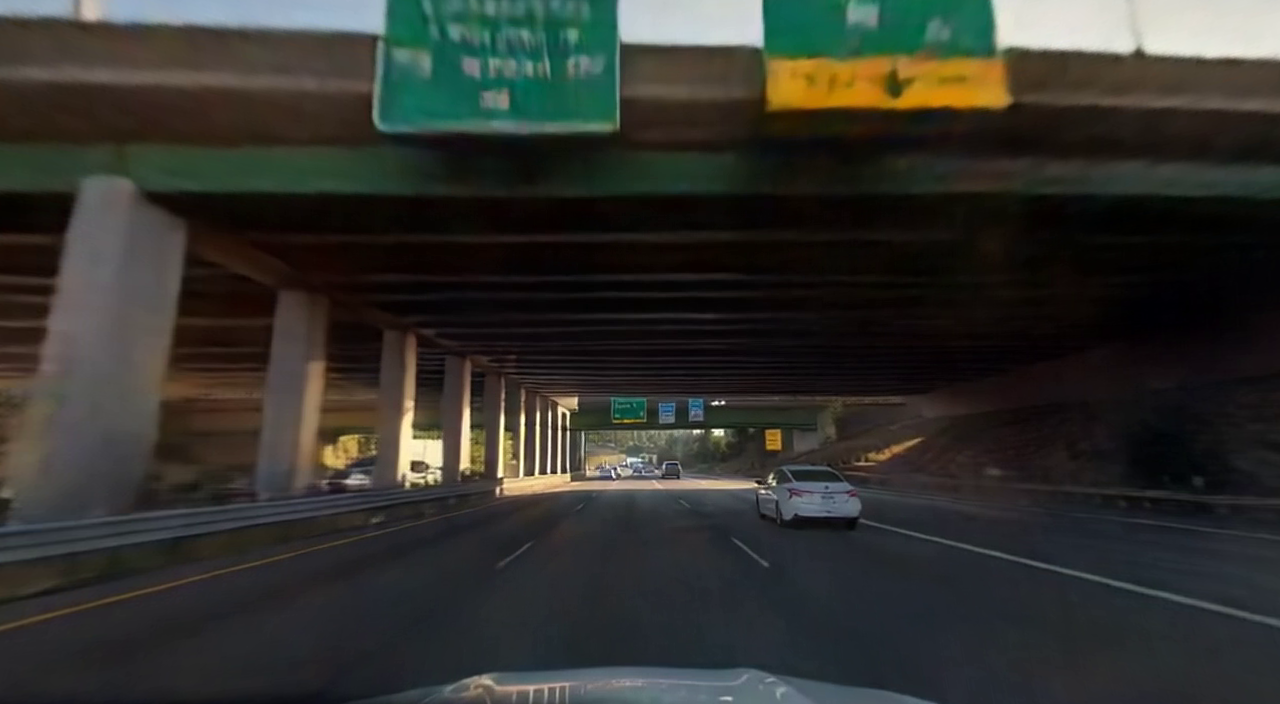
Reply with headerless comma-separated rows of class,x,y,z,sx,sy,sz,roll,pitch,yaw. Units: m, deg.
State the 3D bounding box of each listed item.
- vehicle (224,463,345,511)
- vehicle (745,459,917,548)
vehicle,-12.162,4.630,21.874,1.858,1.446,3.923,1,-10,0
vehicle,3.645,3.007,13.051,2.051,1.472,4.547,1,-10,-1
